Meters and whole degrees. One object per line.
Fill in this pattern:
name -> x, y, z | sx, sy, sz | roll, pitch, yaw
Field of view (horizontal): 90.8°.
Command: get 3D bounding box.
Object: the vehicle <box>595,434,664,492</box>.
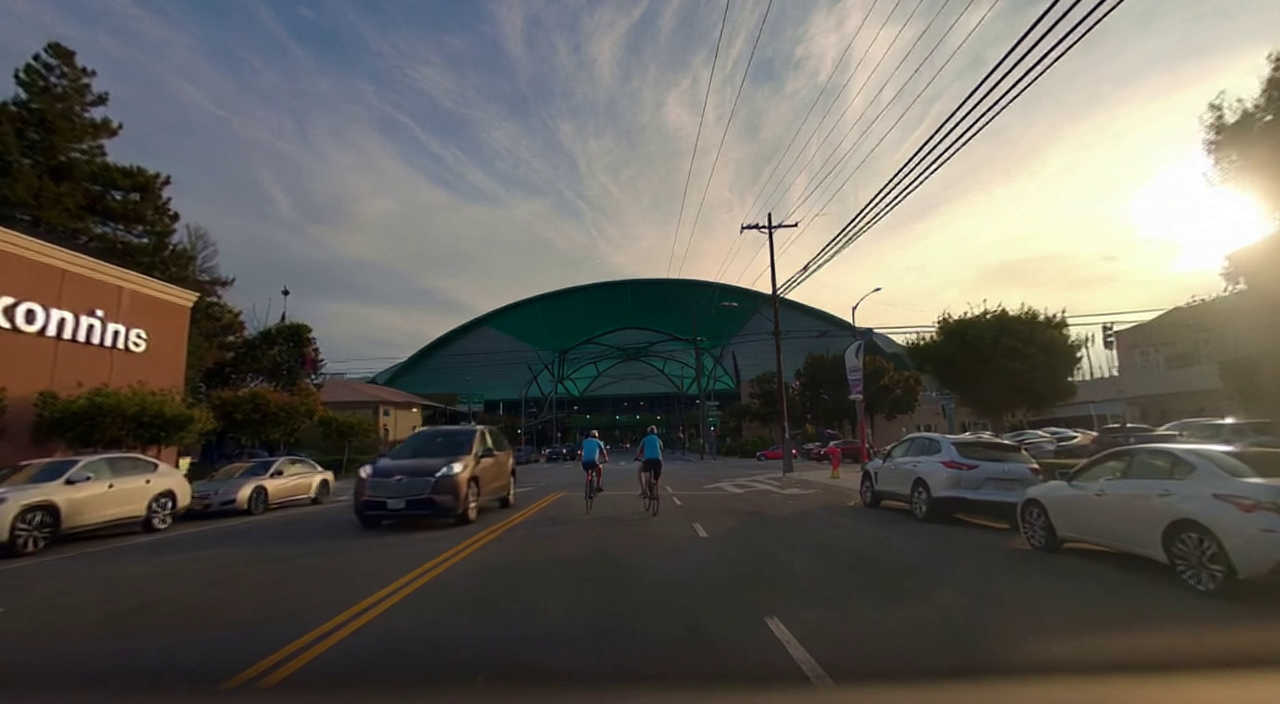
vehicle -> -0.353, 3.809, 21.987 | 2.190, 1.783, 4.048 | 0, -8, -1

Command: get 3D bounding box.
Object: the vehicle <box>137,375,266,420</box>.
vehicle -> -17.124, 1.824, 24.799 | 3.685, 1.584, 1.708 | 1, -9, -3

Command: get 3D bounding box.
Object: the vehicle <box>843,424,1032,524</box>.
vehicle -> 5.801, 2.411, 12.990 | 1.873, 1.714, 3.979 | 0, -8, -1

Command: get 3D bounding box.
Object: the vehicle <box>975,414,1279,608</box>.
vehicle -> 5.869, 1.587, 7.191 | 1.900, 1.566, 3.995 | 0, -8, 0

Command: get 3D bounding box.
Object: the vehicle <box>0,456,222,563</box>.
vehicle -> -10.237, 2.713, 11.680 | 1.904, 1.495, 4.585 | 0, -8, 0

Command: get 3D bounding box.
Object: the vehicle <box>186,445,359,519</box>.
vehicle -> -10.265, 3.605, 18.243 | 2.075, 1.816, 4.900 | 0, -8, -1

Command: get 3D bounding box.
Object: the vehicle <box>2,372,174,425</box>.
vehicle -> -17.277, 1.499, 19.925 | 3.750, 1.495, 1.727 | -1, -8, -2

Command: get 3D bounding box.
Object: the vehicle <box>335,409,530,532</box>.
vehicle -> -3.761, 2.260, 12.646 | 2.184, 1.954, 4.898 | 0, -8, 0
